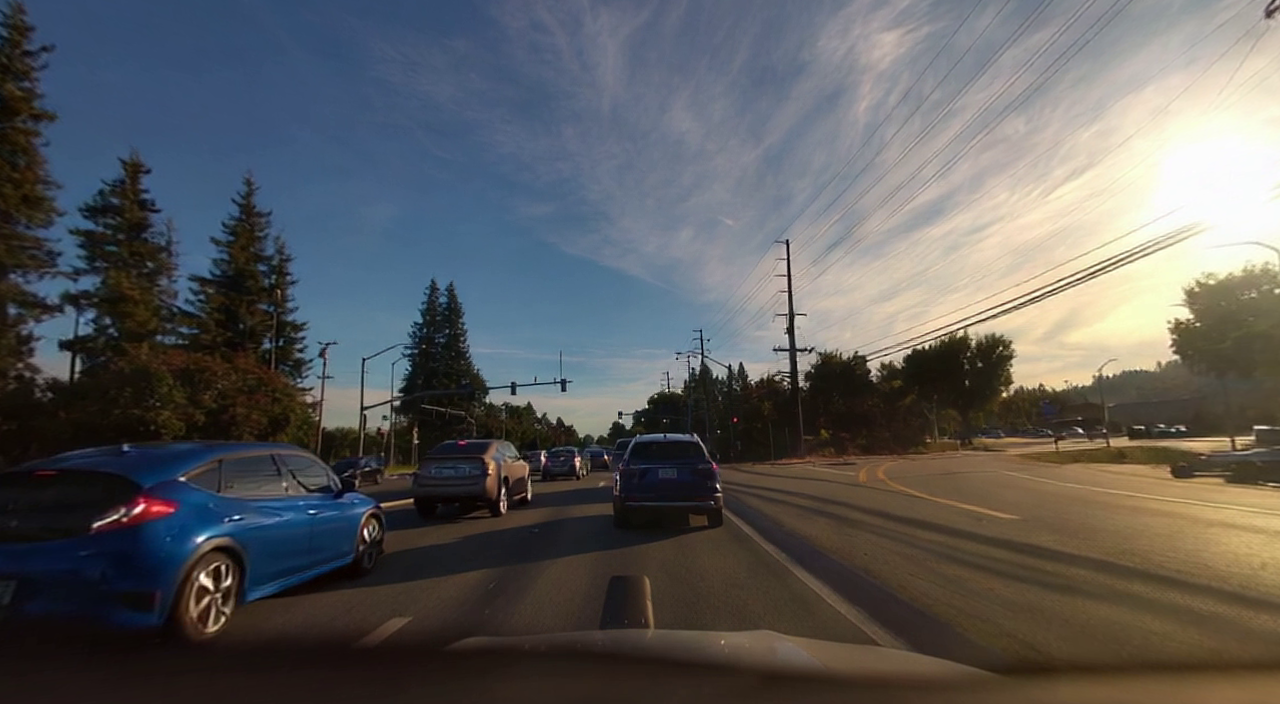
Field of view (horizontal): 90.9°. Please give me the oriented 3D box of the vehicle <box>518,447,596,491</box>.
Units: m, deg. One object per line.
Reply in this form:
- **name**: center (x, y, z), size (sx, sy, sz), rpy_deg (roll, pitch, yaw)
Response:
- **vehicle**: center (-2.935, 4.264, 23.316), size (2.105, 1.436, 4.311), rpy_deg (-1, -9, 3)

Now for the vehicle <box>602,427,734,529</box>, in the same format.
- **vehicle**: center (0.541, 2.428, 12.635), size (2.205, 1.691, 3.937), rpy_deg (-1, -9, 2)

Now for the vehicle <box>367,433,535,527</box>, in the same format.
- **vehicle**: center (-3.696, 2.591, 13.356), size (2.018, 1.621, 4.441), rpy_deg (-1, -9, 2)

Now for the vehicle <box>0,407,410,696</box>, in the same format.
- **vehicle**: center (-3.819, 1.396, 5.531), size (1.999, 1.563, 4.007), rpy_deg (0, -9, 1)
